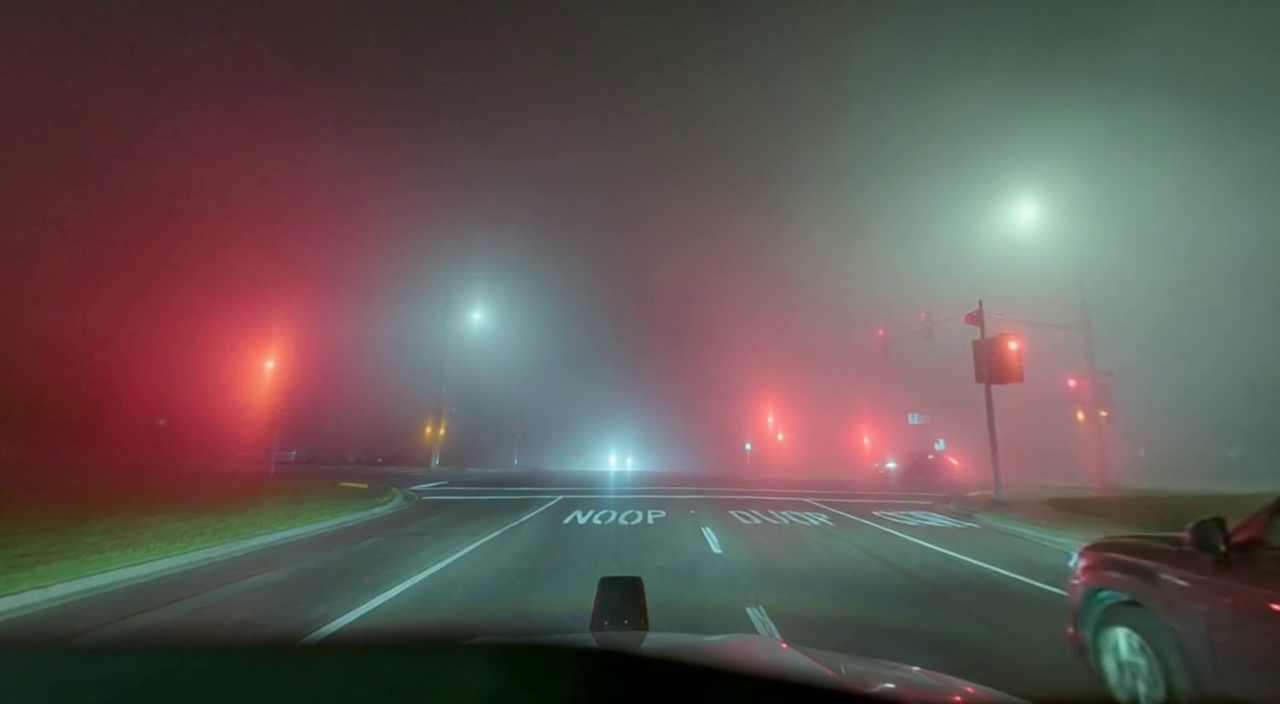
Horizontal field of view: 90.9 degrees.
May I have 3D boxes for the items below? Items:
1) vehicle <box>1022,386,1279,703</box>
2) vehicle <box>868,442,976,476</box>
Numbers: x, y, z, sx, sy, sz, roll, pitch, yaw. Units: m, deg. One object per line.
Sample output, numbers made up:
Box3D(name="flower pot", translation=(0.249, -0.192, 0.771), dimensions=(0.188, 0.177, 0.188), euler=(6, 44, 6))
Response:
Box3D(name="vehicle", translation=(3.381, 0.805, 1.538), dimensions=(2.036, 1.583, 4.911), euler=(-1, -8, 3))
Box3D(name="vehicle", translation=(14.920, 5.672, 33.535), dimensions=(4.715, 1.671, 2.030), euler=(0, -8, 0))
